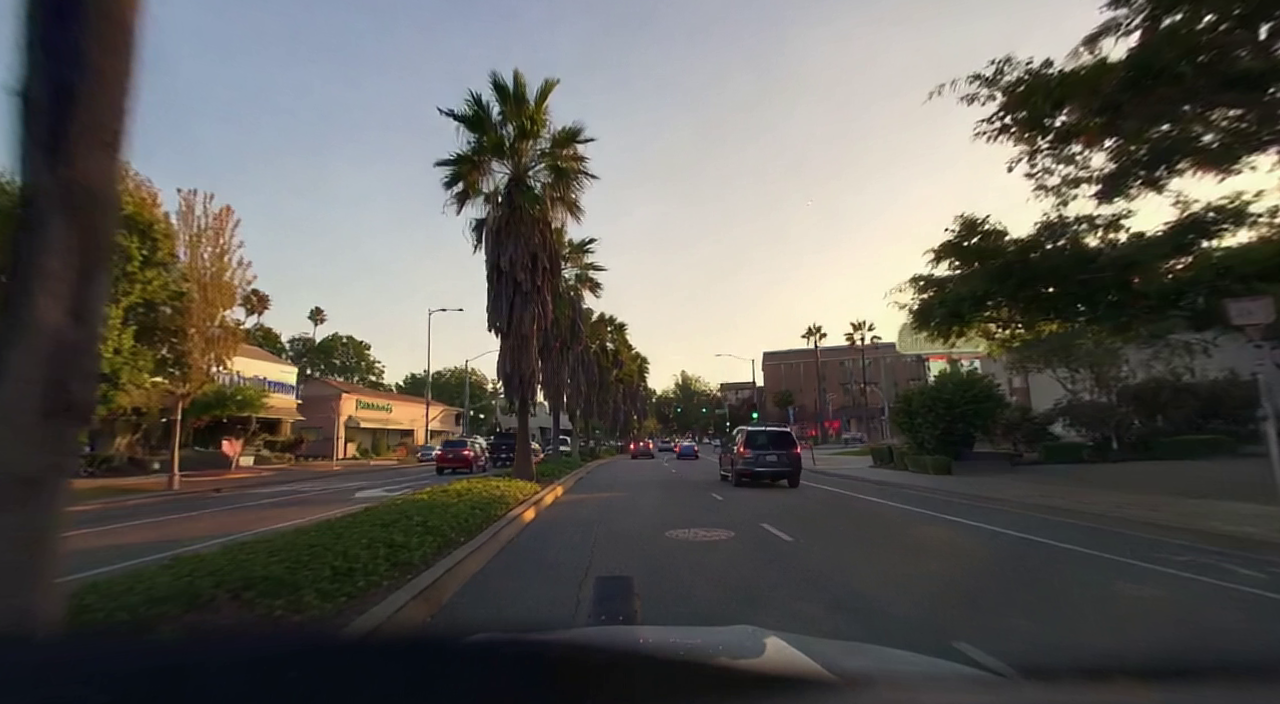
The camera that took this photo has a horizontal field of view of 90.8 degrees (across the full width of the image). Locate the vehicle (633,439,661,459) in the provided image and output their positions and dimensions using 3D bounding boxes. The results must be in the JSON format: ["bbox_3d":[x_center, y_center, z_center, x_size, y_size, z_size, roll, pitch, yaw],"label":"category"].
[{"bbox_3d":[0.592,7.575,49.477,2.057,1.492,3.825,-1,-8,3],"label":"vehicle"}]

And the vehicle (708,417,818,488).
[{"bbox_3d":[3.682,3.161,20.040,2.267,1.931,5.145,0,-8,-2],"label":"vehicle"}]

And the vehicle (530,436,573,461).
[{"bbox_3d":[-6.365,7.024,46.062,2.088,1.746,4.650,-1,-8,5],"label":"vehicle"}]

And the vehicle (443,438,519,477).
[{"bbox_3d":[-6.662,4.479,27.136,1.935,1.483,4.973,0,-8,1],"label":"vehicle"}]

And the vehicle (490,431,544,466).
[{"bbox_3d":[-7.066,5.608,36.828,2.127,1.888,4.637,-1,-8,1],"label":"vehicle"}]
